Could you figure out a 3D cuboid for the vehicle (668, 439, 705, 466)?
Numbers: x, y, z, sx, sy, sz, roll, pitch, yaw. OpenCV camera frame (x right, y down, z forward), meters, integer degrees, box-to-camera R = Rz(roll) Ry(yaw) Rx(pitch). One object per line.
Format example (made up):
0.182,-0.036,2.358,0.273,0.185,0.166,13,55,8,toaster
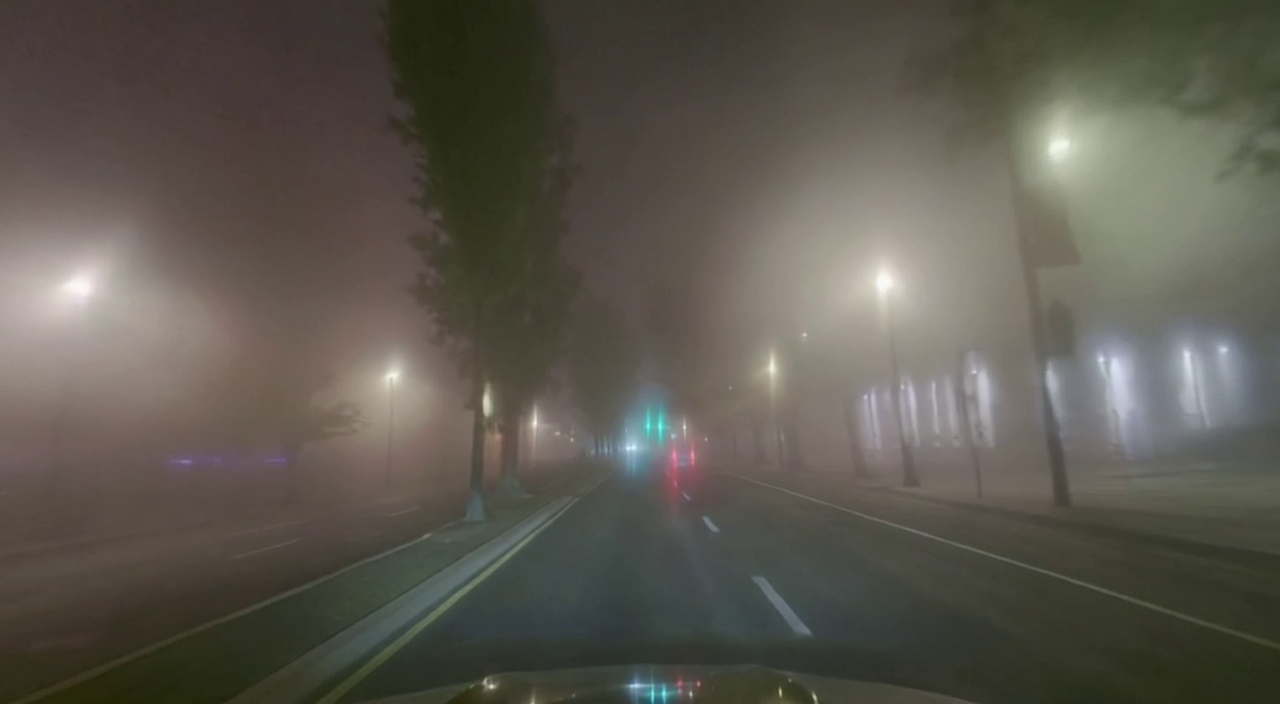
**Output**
3.120,6.849,43.120,2.129,1.719,4.205,0,-9,0,vehicle

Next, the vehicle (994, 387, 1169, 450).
18.279,2.741,26.353,5.640,2.310,2.101,2,-5,5,vehicle
